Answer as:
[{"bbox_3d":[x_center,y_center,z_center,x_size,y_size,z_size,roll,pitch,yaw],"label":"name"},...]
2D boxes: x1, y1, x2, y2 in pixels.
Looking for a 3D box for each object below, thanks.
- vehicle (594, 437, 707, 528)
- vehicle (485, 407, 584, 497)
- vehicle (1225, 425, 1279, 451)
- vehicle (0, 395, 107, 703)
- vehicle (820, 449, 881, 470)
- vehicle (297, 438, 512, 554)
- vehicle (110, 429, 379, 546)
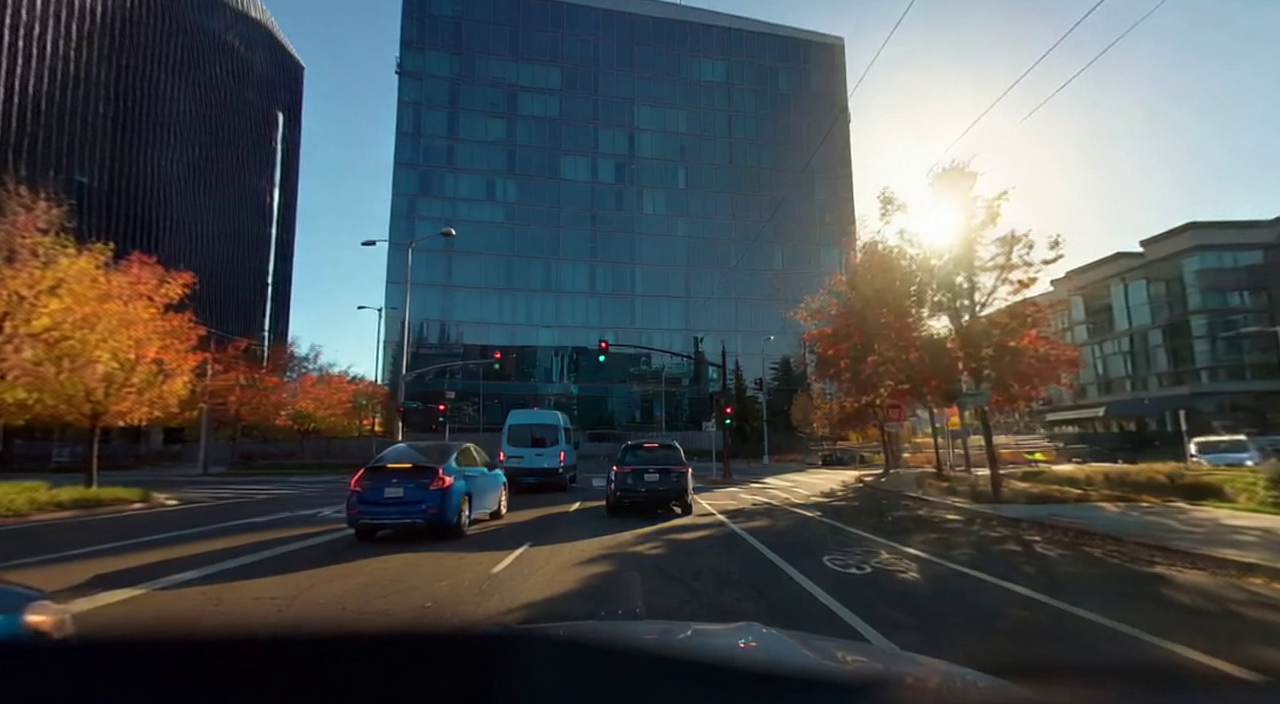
[{"bbox_3d":[0.204,2.594,12.927,1.979,1.562,3.630,-1,-9,1],"label":"vehicle"},{"bbox_3d":[-3.363,3.385,21.356,2.343,2.635,5.684,0,-9,0],"label":"vehicle"},{"bbox_3d":[37.459,5.213,37.844,1.754,1.501,3.833,-4,-10,23],"label":"vehicle"},{"bbox_3d":[-2.906,0.641,0.303,1.893,1.491,3.798,0,-9,1],"label":"vehicle"},{"bbox_3d":[16.174,8.255,48.249,3.988,1.518,1.824,0,-9,-2],"label":"vehicle"},{"bbox_3d":[-3.558,2.237,10.454,1.955,1.499,4.223,0,-9,0],"label":"vehicle"},{"bbox_3d":[-6.809,2.358,11.549,2.022,1.706,4.336,-1,-9,1],"label":"vehicle"}]
